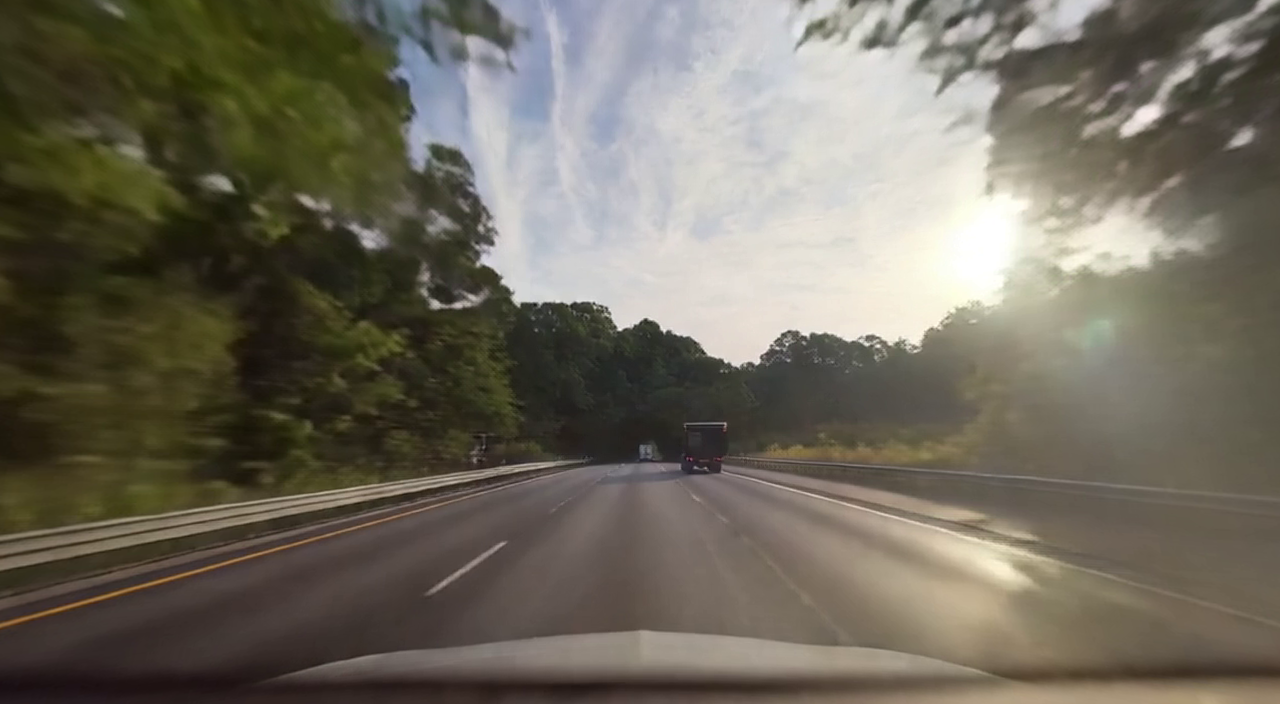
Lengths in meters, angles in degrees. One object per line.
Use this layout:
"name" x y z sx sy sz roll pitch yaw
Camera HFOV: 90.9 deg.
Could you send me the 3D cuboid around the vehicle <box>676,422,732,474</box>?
"vehicle" 3.631 5.724 37.361 2.572 2.795 5.978 0 -9 -1
